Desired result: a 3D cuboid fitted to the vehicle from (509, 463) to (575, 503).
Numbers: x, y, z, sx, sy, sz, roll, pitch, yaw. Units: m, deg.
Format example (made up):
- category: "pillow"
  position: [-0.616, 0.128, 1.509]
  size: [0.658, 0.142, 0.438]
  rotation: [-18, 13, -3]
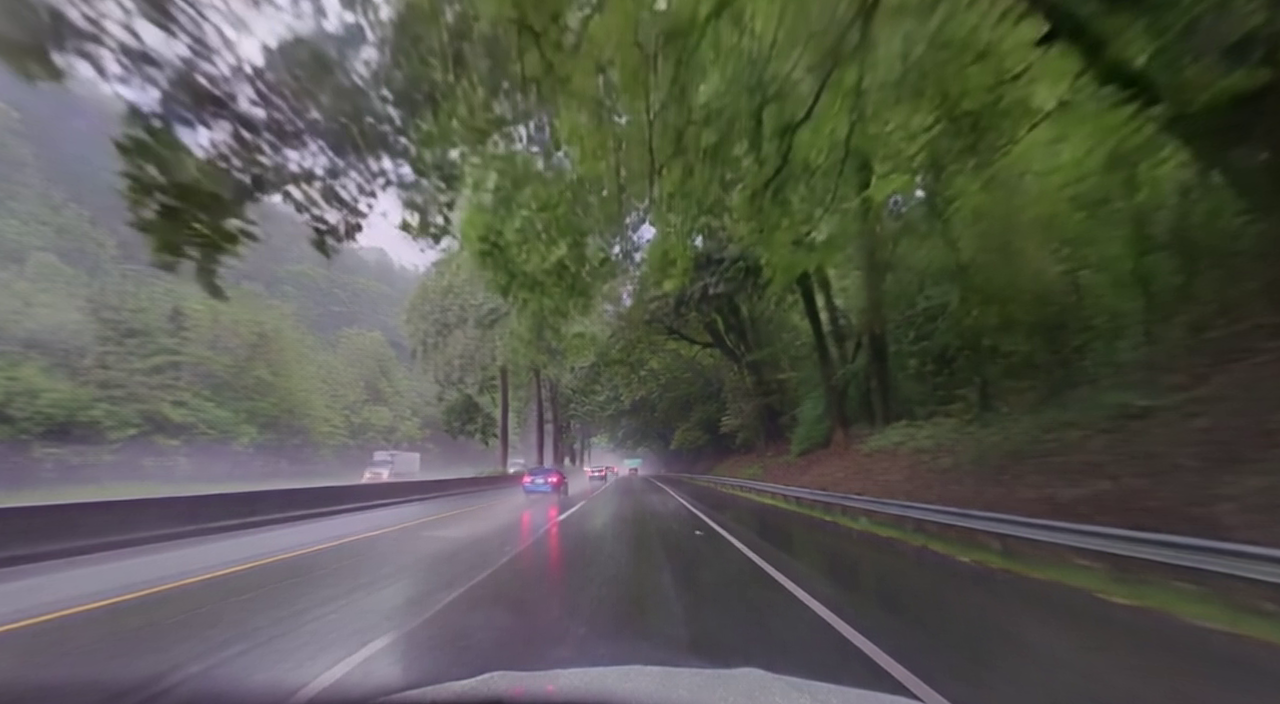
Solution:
- category: "vehicle"
  position: [-4.038, 5.488, 26.666]
  size: [1.995, 1.467, 4.467]
  rotation: [1, -10, 1]
